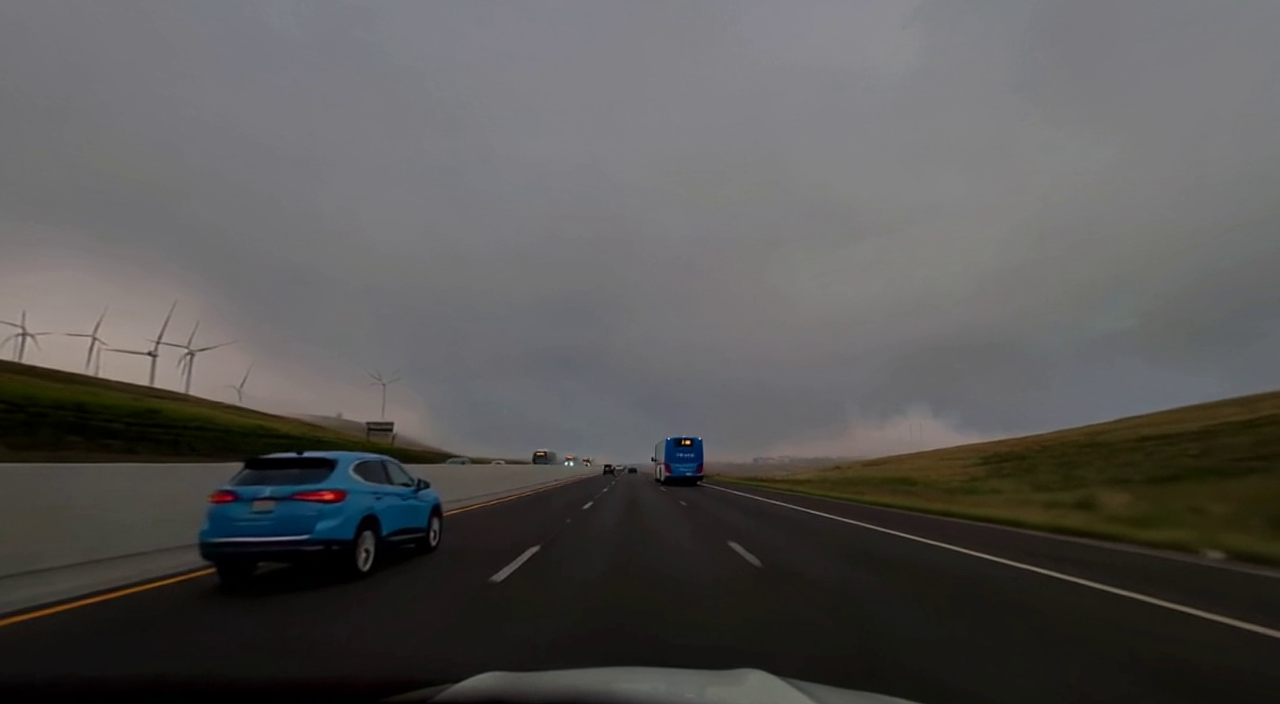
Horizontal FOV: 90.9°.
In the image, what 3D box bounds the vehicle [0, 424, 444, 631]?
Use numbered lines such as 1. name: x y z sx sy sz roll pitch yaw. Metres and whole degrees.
1. vehicle: -4.017 1.768 7.123 2.213 1.568 4.274 1 -10 0
